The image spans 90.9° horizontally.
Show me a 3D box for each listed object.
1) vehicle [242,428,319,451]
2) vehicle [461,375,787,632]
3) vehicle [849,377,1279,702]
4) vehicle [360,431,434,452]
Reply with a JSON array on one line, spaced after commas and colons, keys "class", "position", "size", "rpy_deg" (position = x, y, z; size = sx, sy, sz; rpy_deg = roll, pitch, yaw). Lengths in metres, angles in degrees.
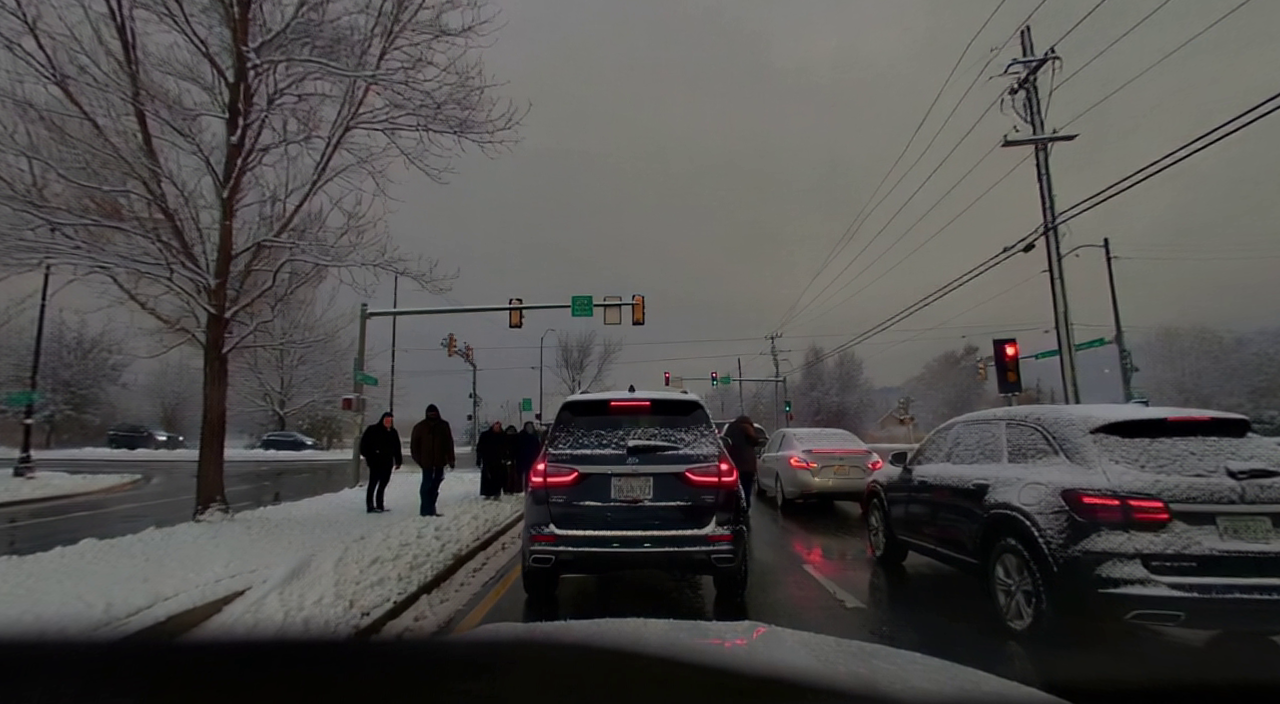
[{"class": "vehicle", "position": [-26.868, 6.533, 47.193], "size": [4.587, 1.639, 1.878], "rpy_deg": [0, -8, 1]}, {"class": "vehicle", "position": [-0.160, 1.379, 6.714], "size": [2.271, 1.786, 4.443], "rpy_deg": [0, -8, -1]}, {"class": "vehicle", "position": [3.540, 1.291, 5.555], "size": [1.948, 1.677, 4.437], "rpy_deg": [0, -8, 1]}, {"class": "vehicle", "position": [-17.780, 6.562, 46.352], "size": [4.607, 1.478, 1.995], "rpy_deg": [0, -8, 0]}]
